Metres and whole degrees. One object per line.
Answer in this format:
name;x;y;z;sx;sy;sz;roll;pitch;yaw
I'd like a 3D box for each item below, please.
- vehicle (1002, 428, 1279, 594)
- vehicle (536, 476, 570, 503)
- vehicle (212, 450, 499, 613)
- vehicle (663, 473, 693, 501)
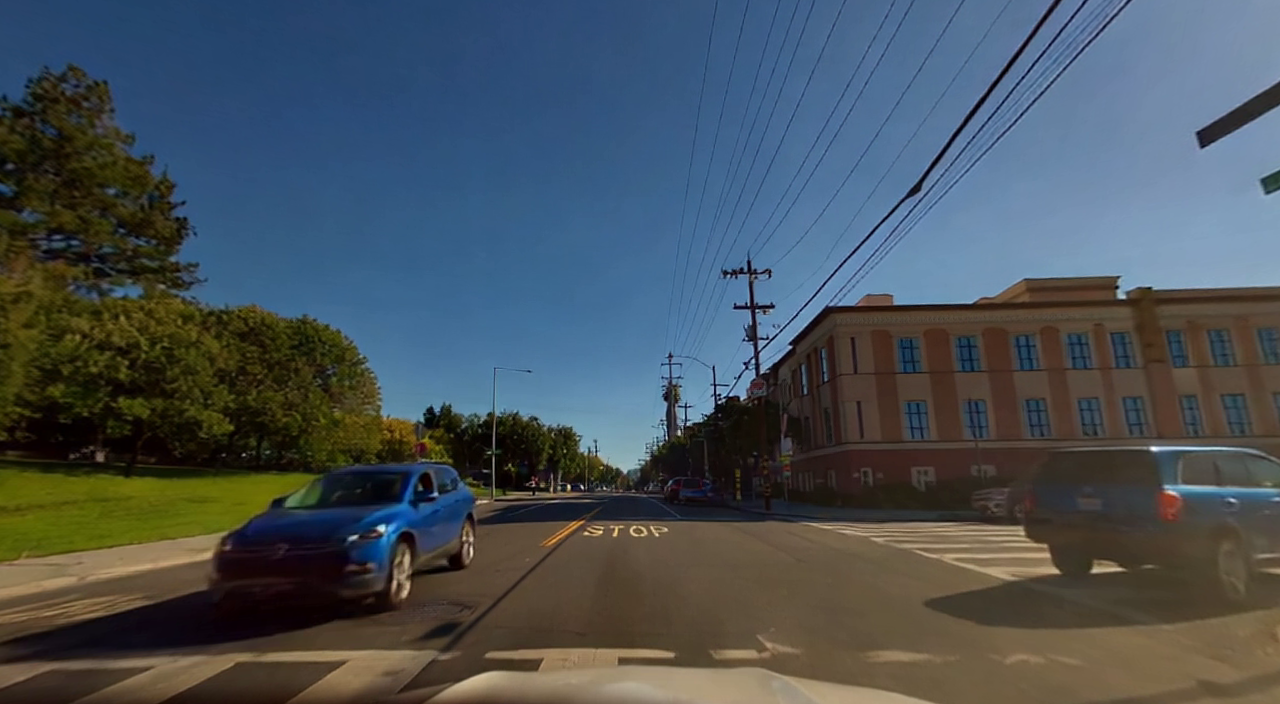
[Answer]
vehicle;7.913;2.016;8.872;4.872;1.789;2.214;3;-9;-21
vehicle;-6.631;10.512;48.438;1.913;1.682;4.365;0;-8;1
vehicle;-3.288;2.105;8.371;1.911;1.563;4.057;0;-8;0
vehicle;2.822;10.165;47.850;1.953;1.774;5.008;0;-8;-1
